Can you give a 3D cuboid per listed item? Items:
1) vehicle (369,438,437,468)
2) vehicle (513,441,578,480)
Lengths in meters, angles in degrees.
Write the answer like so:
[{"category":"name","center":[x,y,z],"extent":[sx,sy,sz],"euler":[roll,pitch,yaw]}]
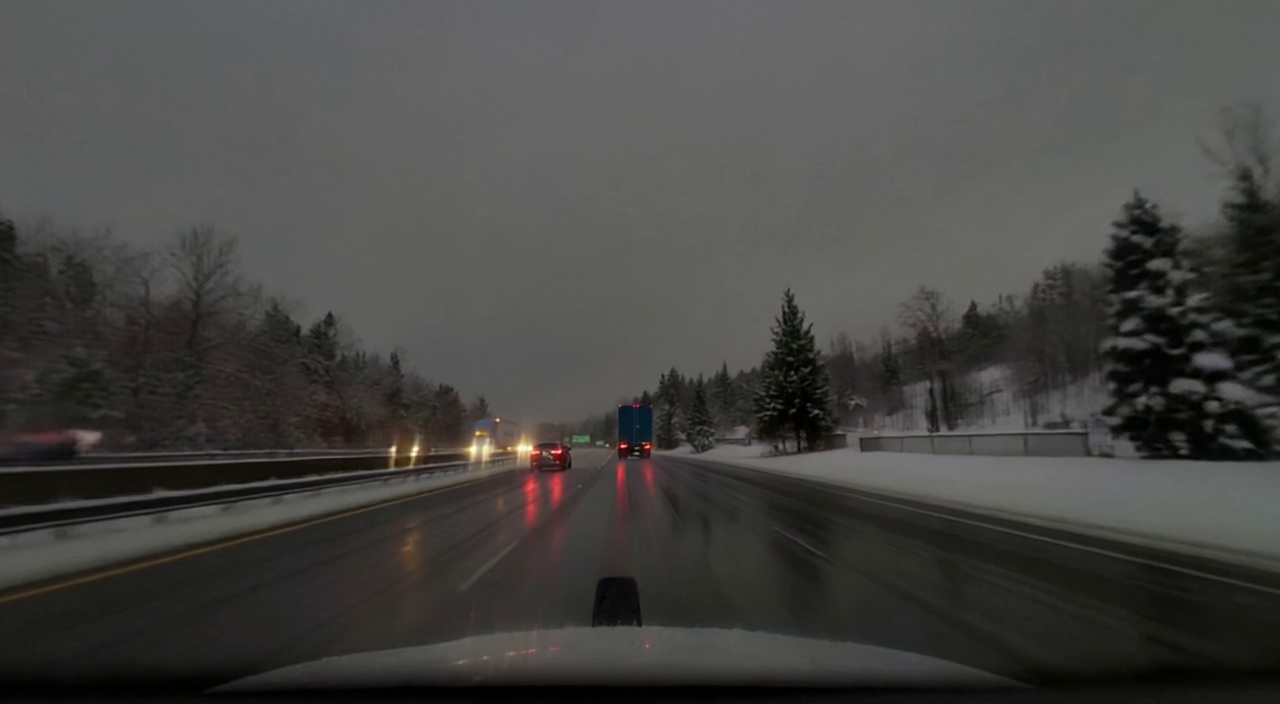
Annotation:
[{"category":"vehicle","center":[-13.047,5.613,34.811],"extent":[1.998,1.527,4.605],"euler":[0,-9,0]},{"category":"vehicle","center":[-3.956,4.611,26.946],"extent":[2.057,1.519,4.372],"euler":[0,-9,1]}]
